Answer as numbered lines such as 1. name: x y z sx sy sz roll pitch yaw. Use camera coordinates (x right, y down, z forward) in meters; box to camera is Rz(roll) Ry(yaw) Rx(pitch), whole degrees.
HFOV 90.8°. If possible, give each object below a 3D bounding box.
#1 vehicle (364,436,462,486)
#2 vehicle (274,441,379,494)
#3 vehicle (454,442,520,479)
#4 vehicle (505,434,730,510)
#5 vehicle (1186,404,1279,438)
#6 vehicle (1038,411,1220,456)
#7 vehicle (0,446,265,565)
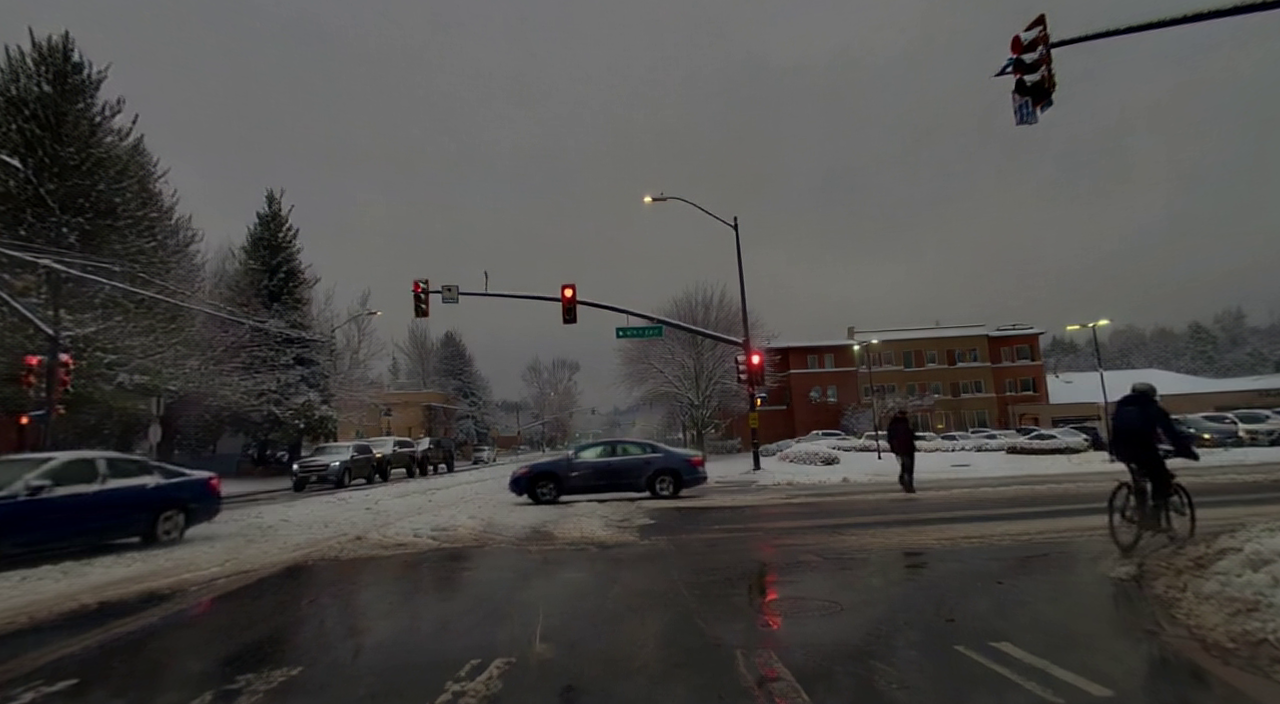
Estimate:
1. vehicle: -10.194 4.951 29.045 2.475 1.940 5.702 -3 -9 -1
2. vehicle: -13.750 5.058 28.133 2.251 1.957 4.968 -4 -9 -1
3. vehicle: -7.005 4.989 29.311 2.024 1.470 4.153 -3 -9 -1
4. vehicle: -0.518 2.475 13.274 4.385 1.419 1.855 1 -9 -8
5. vehicle: 34.884 4.020 36.665 4.326 1.511 1.725 -8 -9 16
6. vehicle: 16.898 2.905 22.130 4.560 1.453 1.851 -3 -9 18
7. vehicle: -8.071 2.027 8.742 1.755 1.419 4.533 -6 -11 35
